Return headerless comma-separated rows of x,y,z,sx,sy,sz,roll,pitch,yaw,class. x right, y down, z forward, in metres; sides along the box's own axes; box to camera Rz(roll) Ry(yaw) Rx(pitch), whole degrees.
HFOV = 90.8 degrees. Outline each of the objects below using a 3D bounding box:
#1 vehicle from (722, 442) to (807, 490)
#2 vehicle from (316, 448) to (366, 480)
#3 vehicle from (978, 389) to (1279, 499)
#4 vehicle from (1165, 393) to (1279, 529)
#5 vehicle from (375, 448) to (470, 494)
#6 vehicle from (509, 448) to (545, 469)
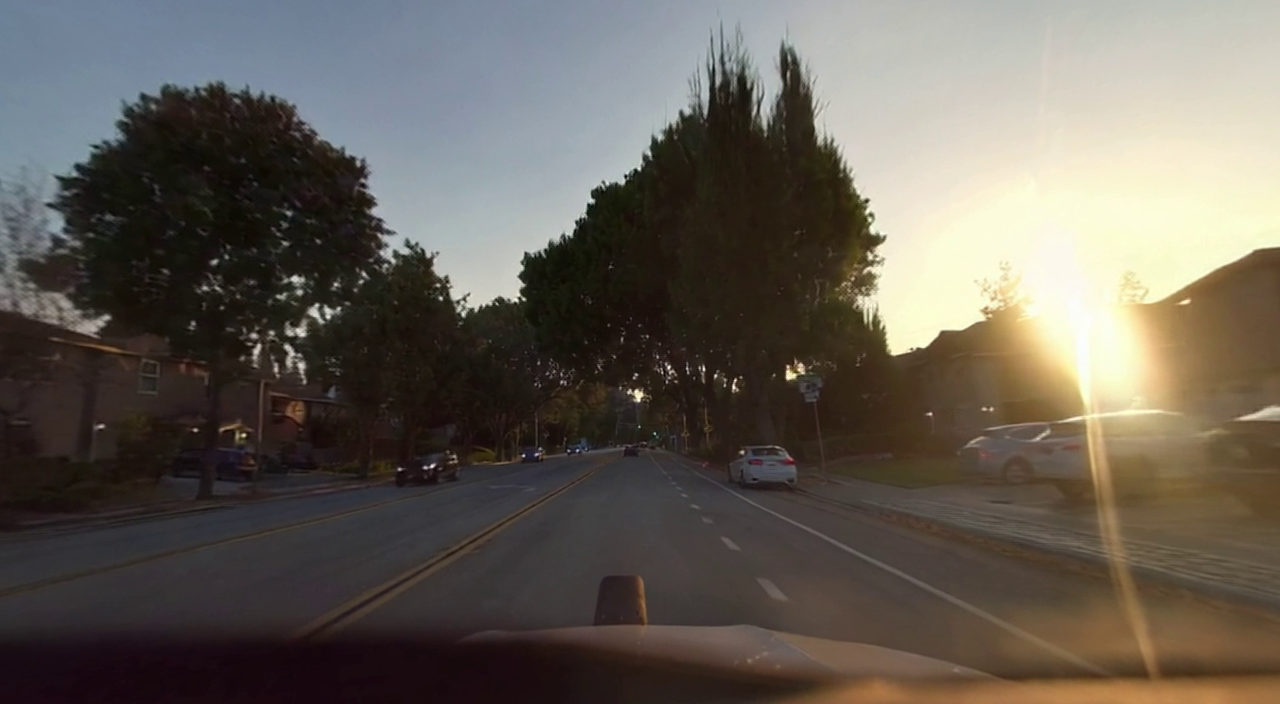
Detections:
4.222,3.935,22.200,2.011,1.458,4.633,0,-8,0,vehicle
-18.831,7.015,40.068,2.141,1.797,5.403,3,-8,-18,vehicle
10.221,1.953,13.461,4.578,2.084,2.428,-1,-8,2,vehicle
10.746,1.282,8.732,4.964,1.739,2.184,-5,-10,-4,vehicle
-8.286,4.535,24.564,2.005,1.589,4.648,0,-9,0,vehicle
-8.687,8.239,48.970,1.920,1.516,4.311,0,-8,1,vehicle
